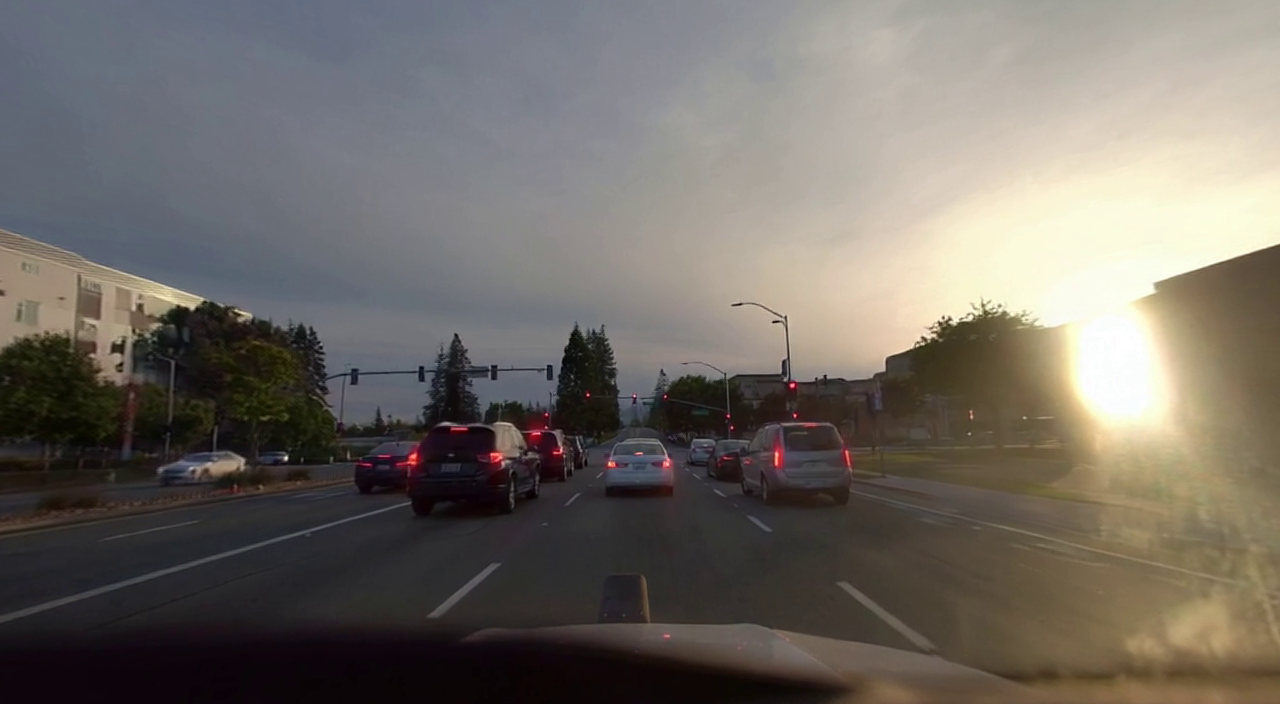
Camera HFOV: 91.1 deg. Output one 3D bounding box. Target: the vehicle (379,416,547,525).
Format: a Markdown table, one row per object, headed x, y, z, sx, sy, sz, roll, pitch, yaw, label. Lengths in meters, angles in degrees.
| x | y | z | sx | sy | sz | roll | pitch | yaw | label |
| --- | --- | --- | --- | --- | --- | --- | --- | --- | --- |
| -3.117 | 2.183 | 12.084 | 1.912 | 1.703 | 4.261 | 0 | -8 | 1 | vehicle |

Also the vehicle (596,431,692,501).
| x | y | z | sx | sy | sz | roll | pitch | yaw | label |
| --- | --- | --- | --- | --- | --- | --- | --- | --- | --- |
| 0.068 | 2.694 | 15.213 | 2.021 | 1.461 | 3.862 | 0 | -8 | -1 | vehicle |

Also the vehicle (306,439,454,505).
| x | y | z | sx | sy | sz | roll | pitch | yaw | label |
| --- | --- | --- | --- | --- | --- | --- | --- | --- | --- |
| -6.533 | 3.036 | 16.435 | 1.926 | 1.465 | 4.620 | 0 | -8 | 0 | vehicle |

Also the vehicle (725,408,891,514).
| x | y | z | sx | sy | sz | roll | pitch | yaw | label |
| --- | --- | --- | --- | --- | --- | --- | --- | --- | --- |
| 3.276 | 2.265 | 13.454 | 2.141 | 1.833 | 4.704 | 0 | -8 | -2 | vehicle |

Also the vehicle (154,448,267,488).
| x | y | z | sx | sy | sz | roll | pitch | yaw | label |
| --- | --- | --- | --- | --- | --- | --- | --- | --- | --- |
| -21.526 | 5.782 | 31.855 | 2.219 | 1.786 | 5.705 | 1 | -8 | -6 | vehicle |
